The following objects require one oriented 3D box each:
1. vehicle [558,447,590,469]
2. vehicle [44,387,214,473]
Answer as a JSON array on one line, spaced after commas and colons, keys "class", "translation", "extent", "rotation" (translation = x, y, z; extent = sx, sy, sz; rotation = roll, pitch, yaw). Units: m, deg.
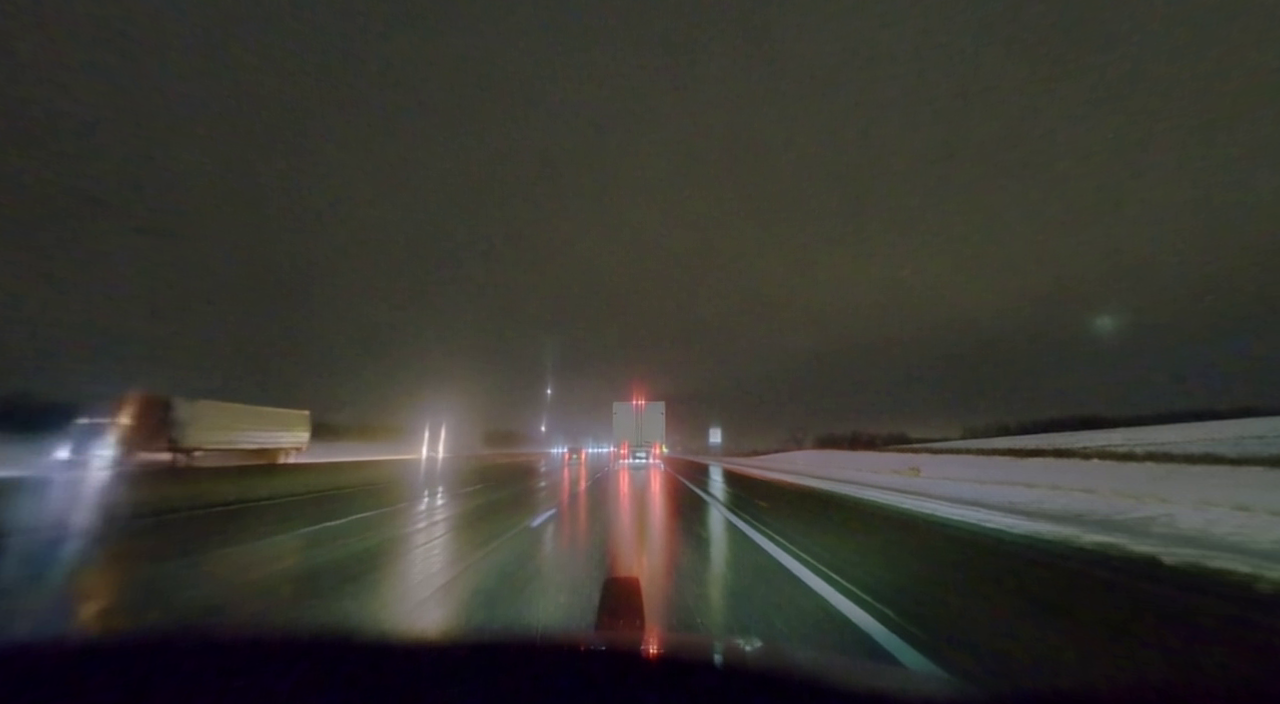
[{"class": "vehicle", "translation": [-4.716, 7.625, 45.641], "extent": [1.892, 1.471, 5.047], "rotation": [0, -9, -1]}, {"class": "vehicle", "translation": [-23.452, 3.731, 29.486], "extent": [2.901, 3.590, 5.880], "rotation": [0, -9, -1]}]
